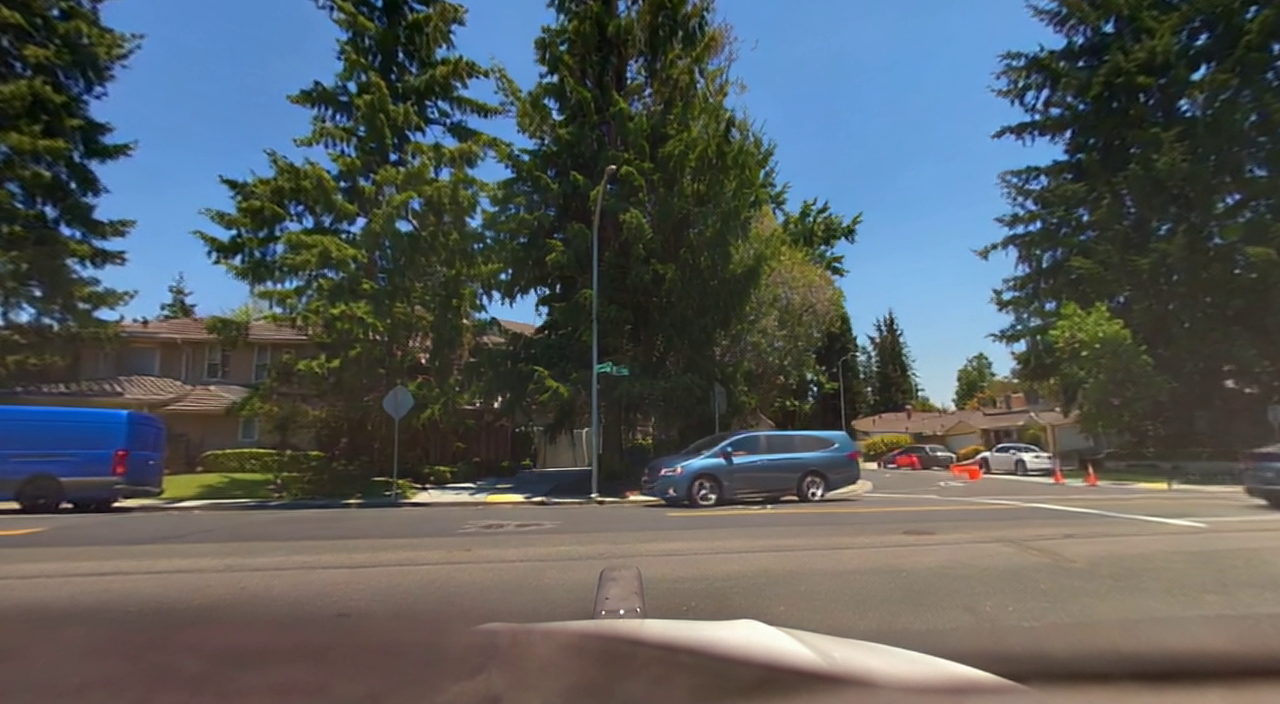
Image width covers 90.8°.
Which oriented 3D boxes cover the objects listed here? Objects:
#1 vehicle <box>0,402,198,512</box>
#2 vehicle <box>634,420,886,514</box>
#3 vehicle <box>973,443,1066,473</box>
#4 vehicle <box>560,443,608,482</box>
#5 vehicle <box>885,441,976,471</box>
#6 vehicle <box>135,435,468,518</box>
[{"bbox_3d":[-15.494,2.502,14.793,7.824,2.323,2.863,0,-10,-7],"label":"vehicle"},{"bbox_3d":[2.559,2.512,14.109,5.047,1.851,2.103,2,-9,-12],"label":"vehicle"},{"bbox_3d":[20.107,5.602,33.519,3.863,1.453,1.826,1,-7,-8],"label":"vehicle"},{"bbox_3d":[-2.405,4.551,26.332,1.648,1.430,3.654,4,-9,-9],"label":"vehicle"},{"bbox_3d":[19.163,6.863,41.776,4.984,1.912,2.132,1,-9,-9],"label":"vehicle"},{"bbox_3d":[-7.916,3.014,15.780,6.643,1.777,2.925,1,-9,-9],"label":"vehicle"}]
